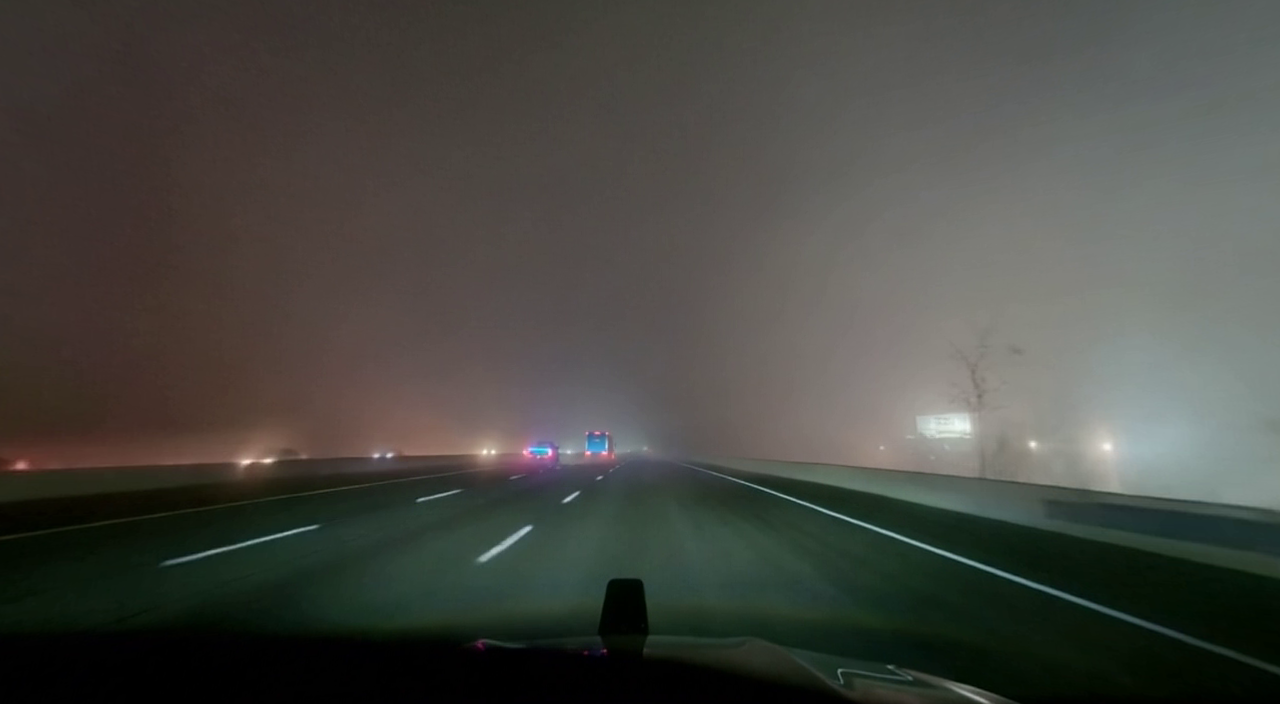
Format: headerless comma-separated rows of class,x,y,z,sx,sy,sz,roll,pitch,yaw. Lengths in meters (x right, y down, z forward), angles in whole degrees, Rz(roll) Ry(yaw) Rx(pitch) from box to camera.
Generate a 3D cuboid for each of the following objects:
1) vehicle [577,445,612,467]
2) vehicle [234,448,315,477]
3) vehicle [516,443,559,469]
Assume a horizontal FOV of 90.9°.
vehicle,-3.370,7.788,47.566,2.184,1.554,4.350,0,-8,2
vehicle,-19.874,6.004,34.507,1.826,1.419,4.274,0,-8,1
vehicle,-6.888,7.008,42.824,2.075,1.646,4.405,0,-8,2
